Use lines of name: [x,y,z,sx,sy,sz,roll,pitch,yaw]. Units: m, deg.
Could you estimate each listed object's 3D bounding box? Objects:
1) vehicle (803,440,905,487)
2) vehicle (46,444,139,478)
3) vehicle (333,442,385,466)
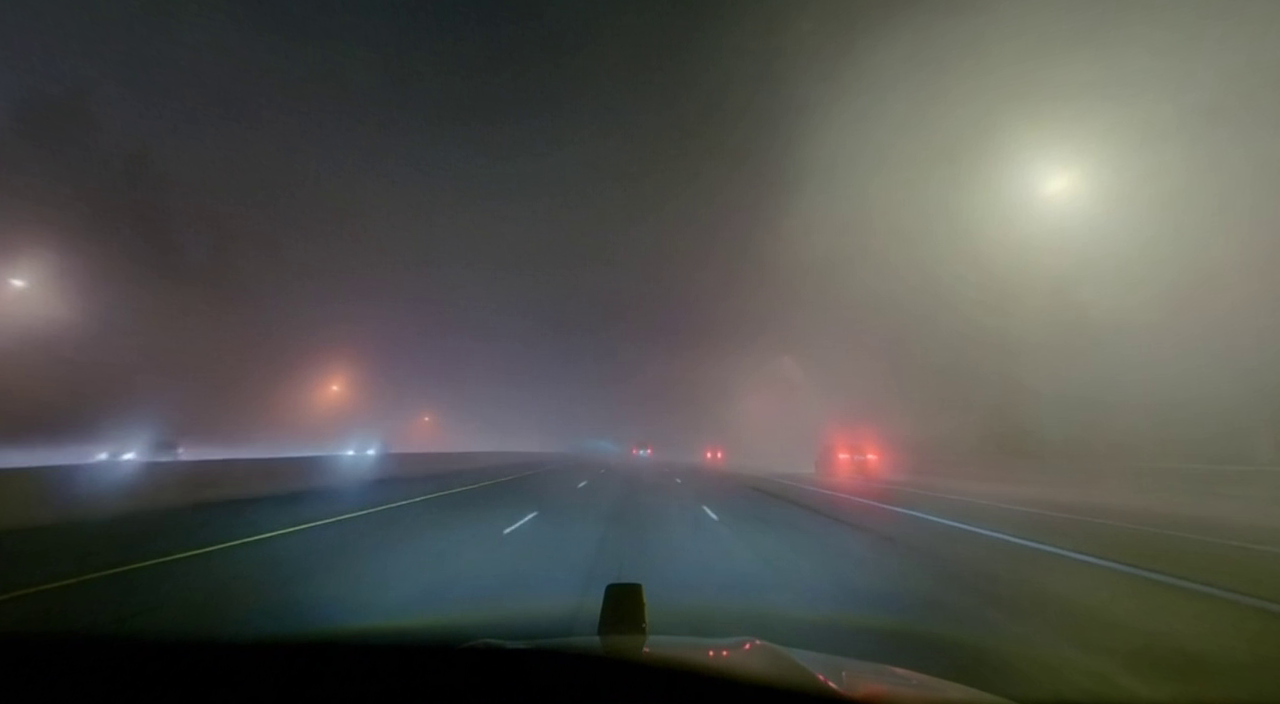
vehicle: [7.735,4.053,23.332,2.031,1.524,4.657,0,-8,-1]
vehicle: [-25.878,5.125,29.909,1.660,1.532,2.932,0,-8,2]
vehicle: [-22.085,8.032,49.789,1.986,1.717,4.622,0,-8,-1]
